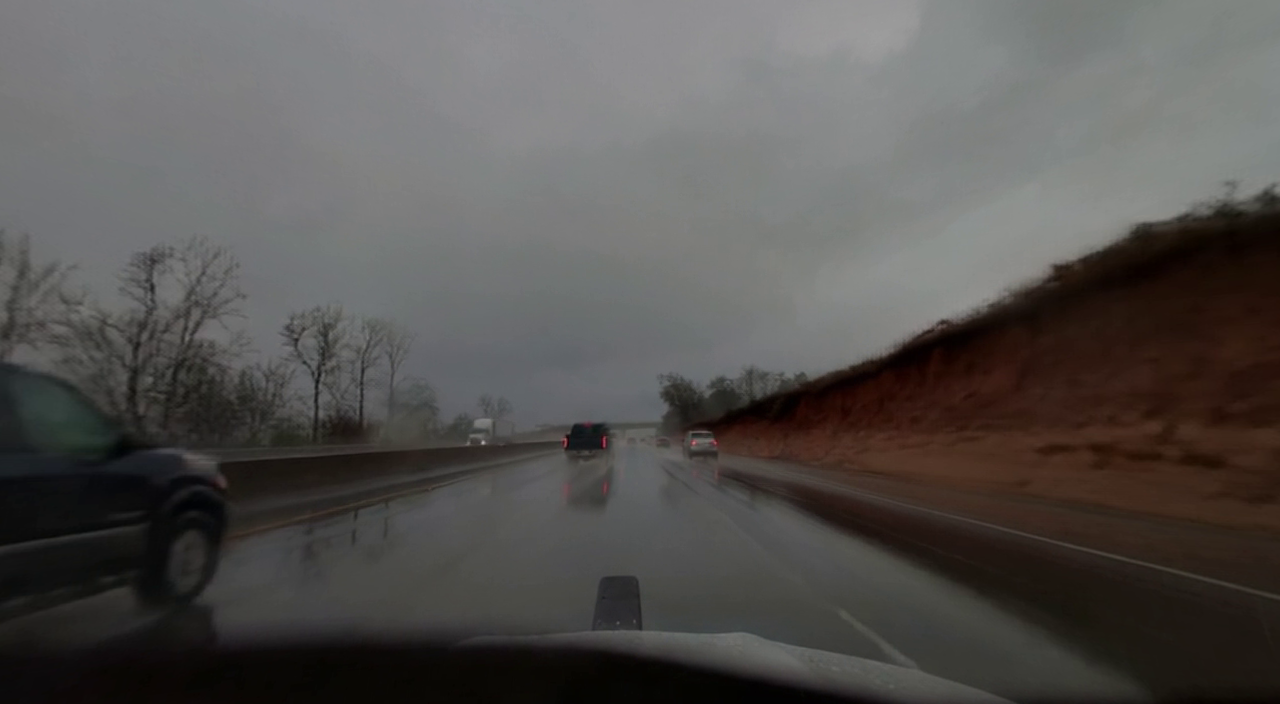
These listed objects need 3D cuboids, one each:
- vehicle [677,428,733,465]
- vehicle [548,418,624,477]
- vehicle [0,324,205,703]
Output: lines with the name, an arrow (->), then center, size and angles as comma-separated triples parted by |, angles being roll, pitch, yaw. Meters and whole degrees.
vehicle -> 3.119, 4.642, 31.170 | 2.124, 1.696, 4.173 | 0, -8, -3
vehicle -> -1.718, 3.239, 21.605 | 2.185, 1.772, 4.656 | 0, -8, 0
vehicle -> -3.745, 0.583, 1.689 | 1.997, 1.663, 4.451 | 0, -8, -1
